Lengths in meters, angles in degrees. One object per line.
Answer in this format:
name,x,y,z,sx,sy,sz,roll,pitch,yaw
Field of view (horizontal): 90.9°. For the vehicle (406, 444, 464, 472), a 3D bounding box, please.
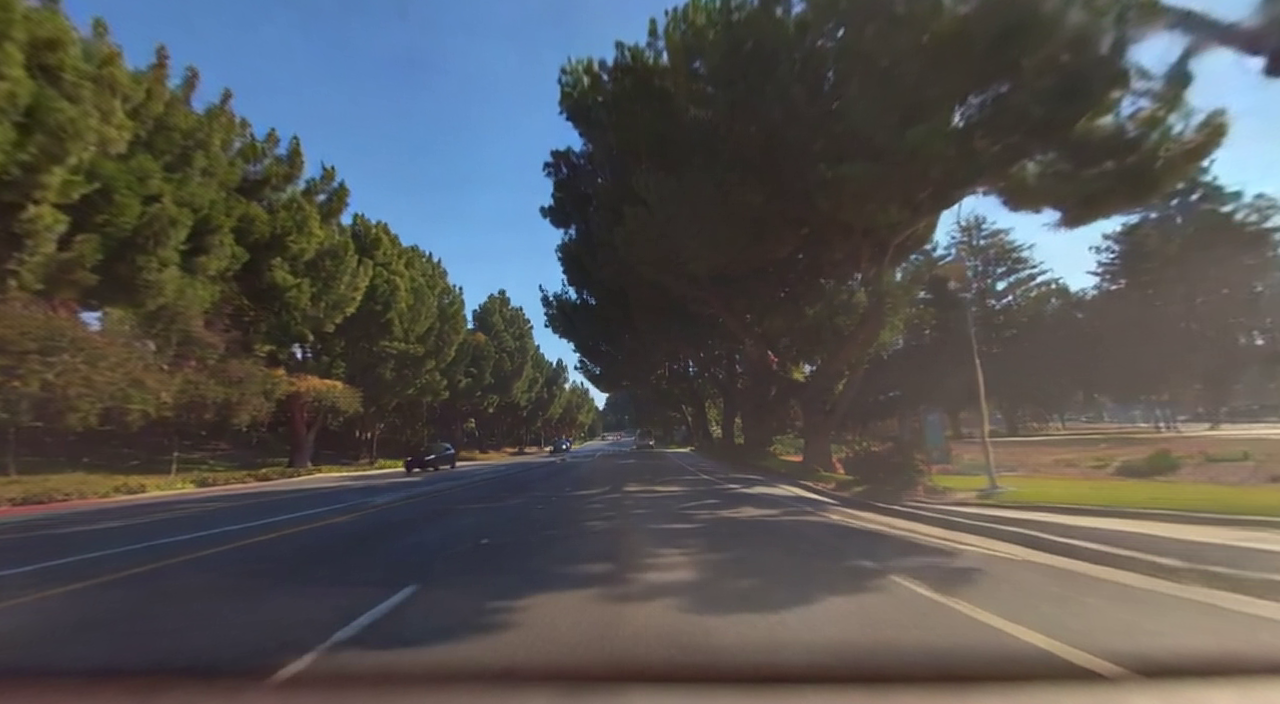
vehicle,-12.524,6.500,38.828,1.982,1.553,4.420,-1,-8,1
